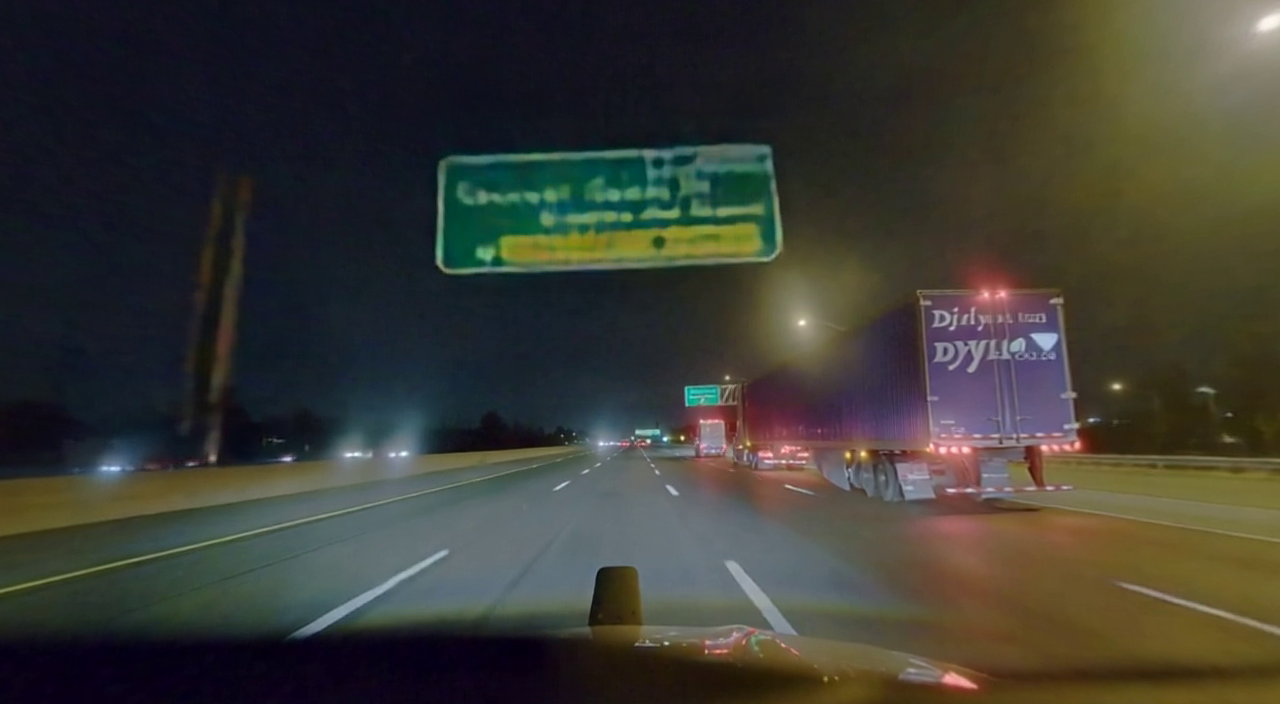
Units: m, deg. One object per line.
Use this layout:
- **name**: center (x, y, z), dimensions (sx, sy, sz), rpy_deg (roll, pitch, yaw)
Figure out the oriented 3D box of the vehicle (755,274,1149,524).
- **vehicle**: center (6.330, 1.895, 18.075), dimensions (2.962, 3.947, 16.241), rpy_deg (0, -9, 0)
